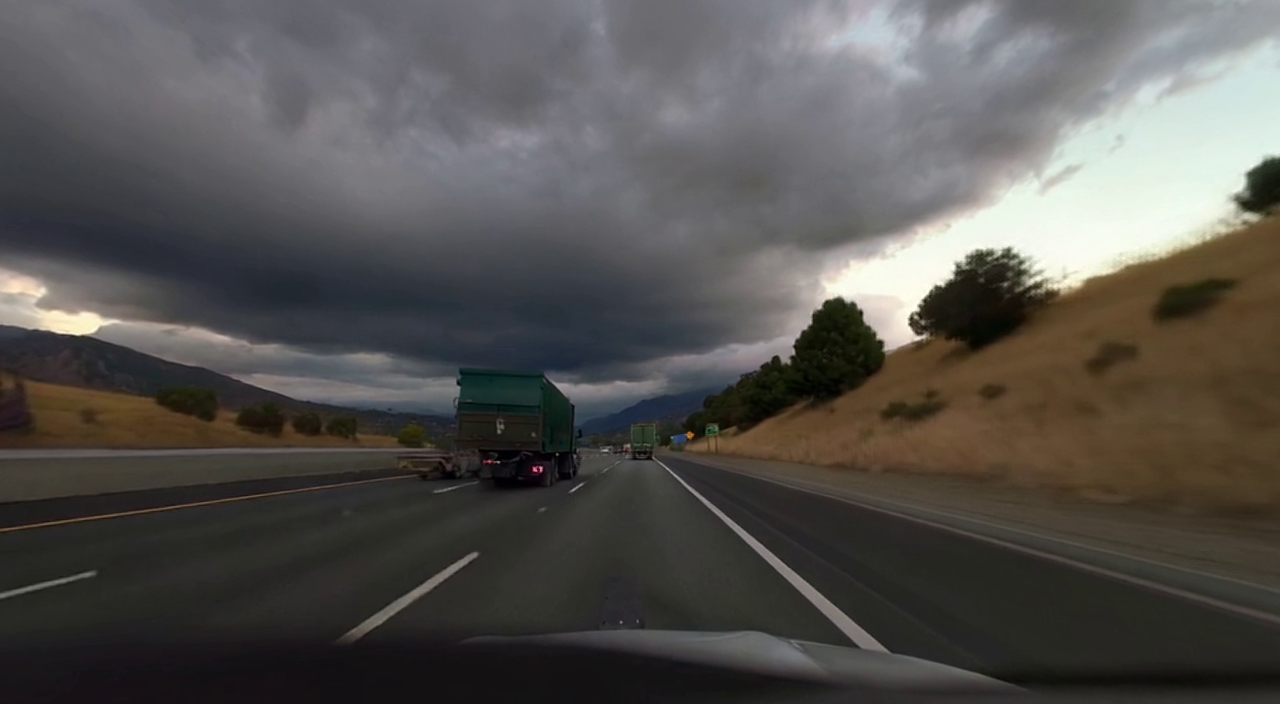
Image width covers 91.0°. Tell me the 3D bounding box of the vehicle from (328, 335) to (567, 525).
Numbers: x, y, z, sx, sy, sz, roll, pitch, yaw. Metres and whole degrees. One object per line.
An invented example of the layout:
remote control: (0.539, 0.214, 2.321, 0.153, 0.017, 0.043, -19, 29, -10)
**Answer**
vehicle: (-3.932, 2.138, 16.374, 2.789, 3.271, 10.894, 0, -9, 0)
